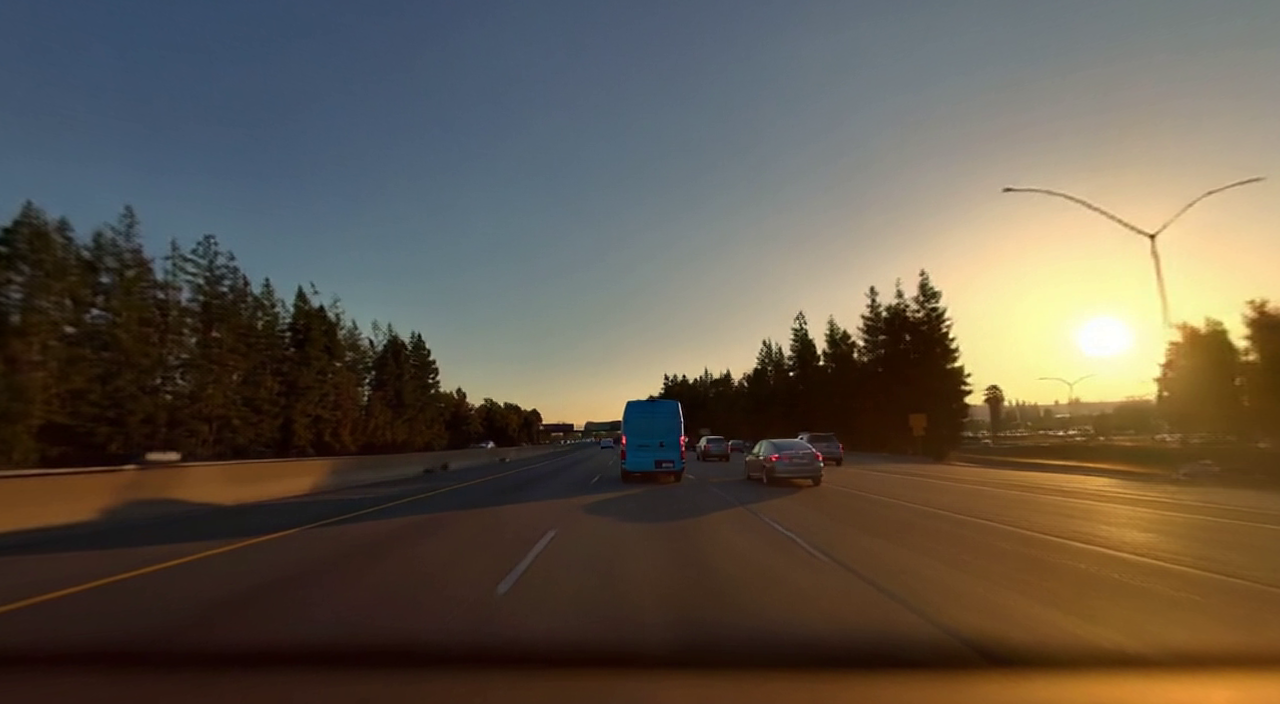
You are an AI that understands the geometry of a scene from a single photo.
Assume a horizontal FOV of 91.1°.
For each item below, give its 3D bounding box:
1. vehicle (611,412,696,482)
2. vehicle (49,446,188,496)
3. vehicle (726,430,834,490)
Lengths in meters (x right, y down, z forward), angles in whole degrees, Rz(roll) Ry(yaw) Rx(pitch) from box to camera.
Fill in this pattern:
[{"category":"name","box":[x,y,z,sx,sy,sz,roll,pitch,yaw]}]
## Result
[{"category":"vehicle","box":[0.283,3.274,21.726,2.546,2.087,5.404,0,-8,-3]},{"category":"vehicle","box":[-20.469,4.642,24.923,1.971,1.673,4.180,-2,-8,0]},{"category":"vehicle","box":[3.855,3.050,18.079,2.099,1.510,3.784,0,-8,-2]}]
